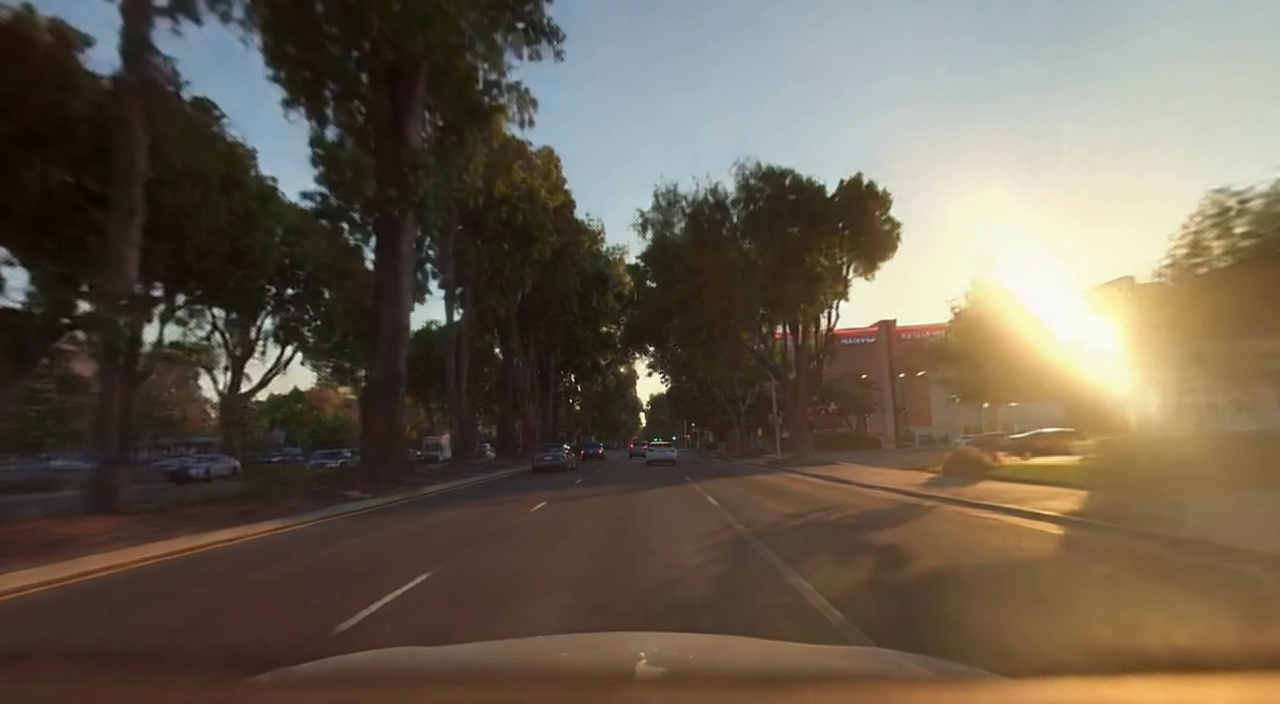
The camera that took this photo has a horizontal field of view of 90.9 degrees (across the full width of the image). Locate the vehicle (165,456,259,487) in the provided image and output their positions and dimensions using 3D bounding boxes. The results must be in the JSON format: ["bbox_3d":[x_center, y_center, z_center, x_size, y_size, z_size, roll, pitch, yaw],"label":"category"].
[{"bbox_3d":[-22.893,6.384,33.966,1.905,1.483,4.479,0,-8,0],"label":"vehicle"}]

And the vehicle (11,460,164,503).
[{"bbox_3d":[-22.856,5.344,26.405,1.862,1.506,4.983,0,-9,1],"label":"vehicle"}]

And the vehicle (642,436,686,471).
[{"bbox_3d":[1.119,4.996,31.111,1.922,1.579,3.642,0,-8,-1],"label":"vehicle"}]

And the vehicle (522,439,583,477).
[{"bbox_3d":[-3.671,4.533,27.284,1.908,1.481,4.536,0,-8,1],"label":"vehicle"}]

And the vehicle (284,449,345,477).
[{"bbox_3d":[-22.730,7.744,44.178,1.887,1.801,4.587,0,-8,-1],"label":"vehicle"}]
